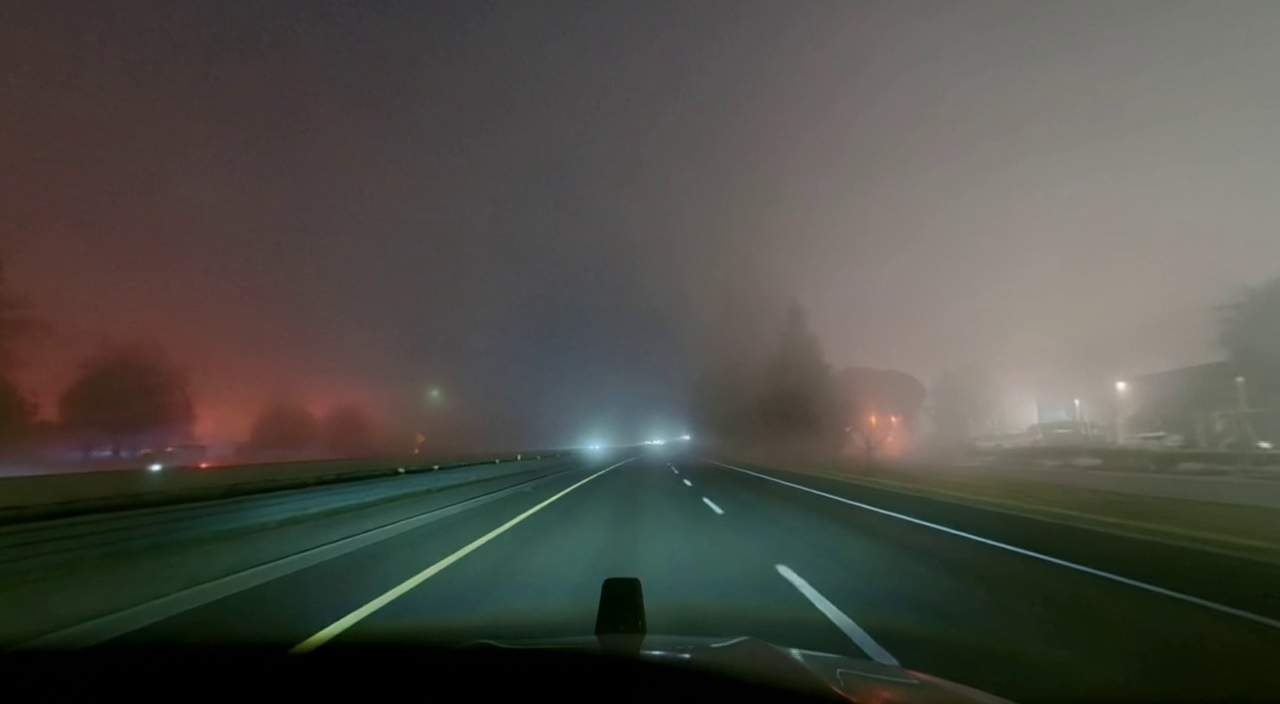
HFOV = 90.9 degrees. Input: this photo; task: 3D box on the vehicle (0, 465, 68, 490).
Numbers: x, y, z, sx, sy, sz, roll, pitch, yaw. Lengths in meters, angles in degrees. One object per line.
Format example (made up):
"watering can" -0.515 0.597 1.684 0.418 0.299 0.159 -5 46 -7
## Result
"vehicle" -45.321 9.311 47.046 1.786 1.577 3.922 -1 -8 -4
